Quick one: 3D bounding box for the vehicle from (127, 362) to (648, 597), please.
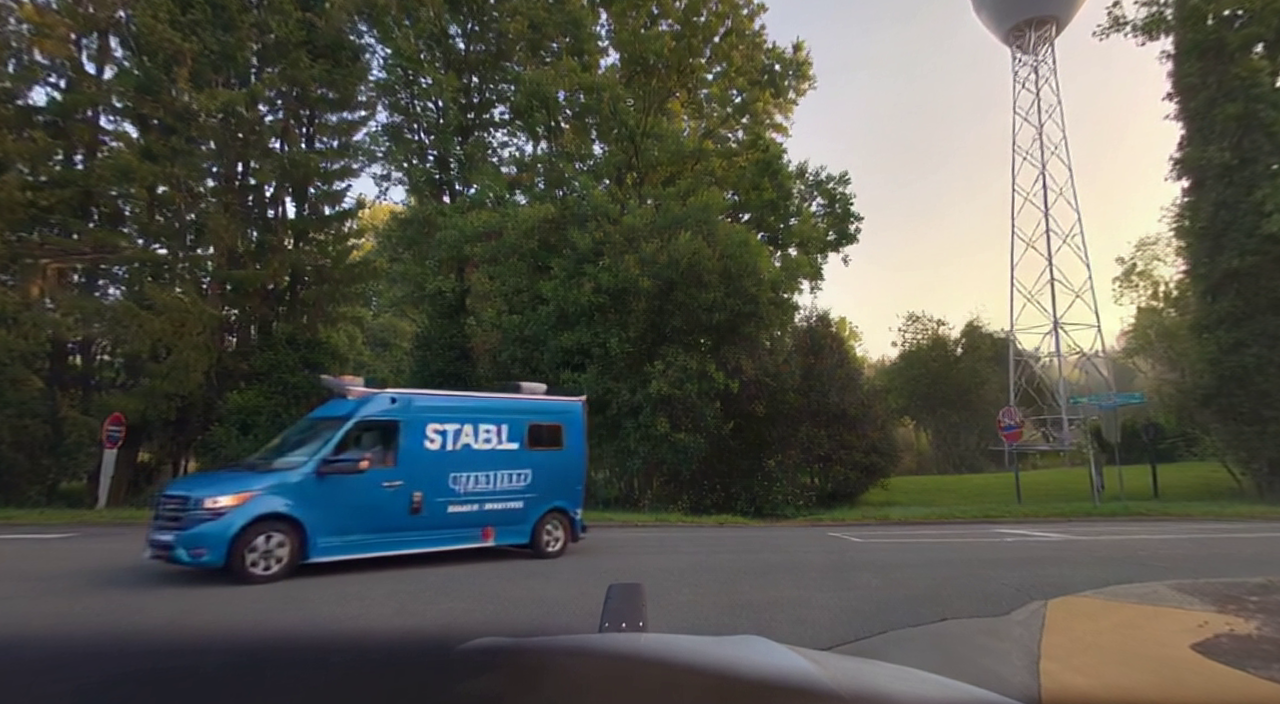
[{"bbox_3d":[-3.056,1.657,8.891,5.923,2.424,2.247,4,-10,-25],"label":"vehicle"}]
